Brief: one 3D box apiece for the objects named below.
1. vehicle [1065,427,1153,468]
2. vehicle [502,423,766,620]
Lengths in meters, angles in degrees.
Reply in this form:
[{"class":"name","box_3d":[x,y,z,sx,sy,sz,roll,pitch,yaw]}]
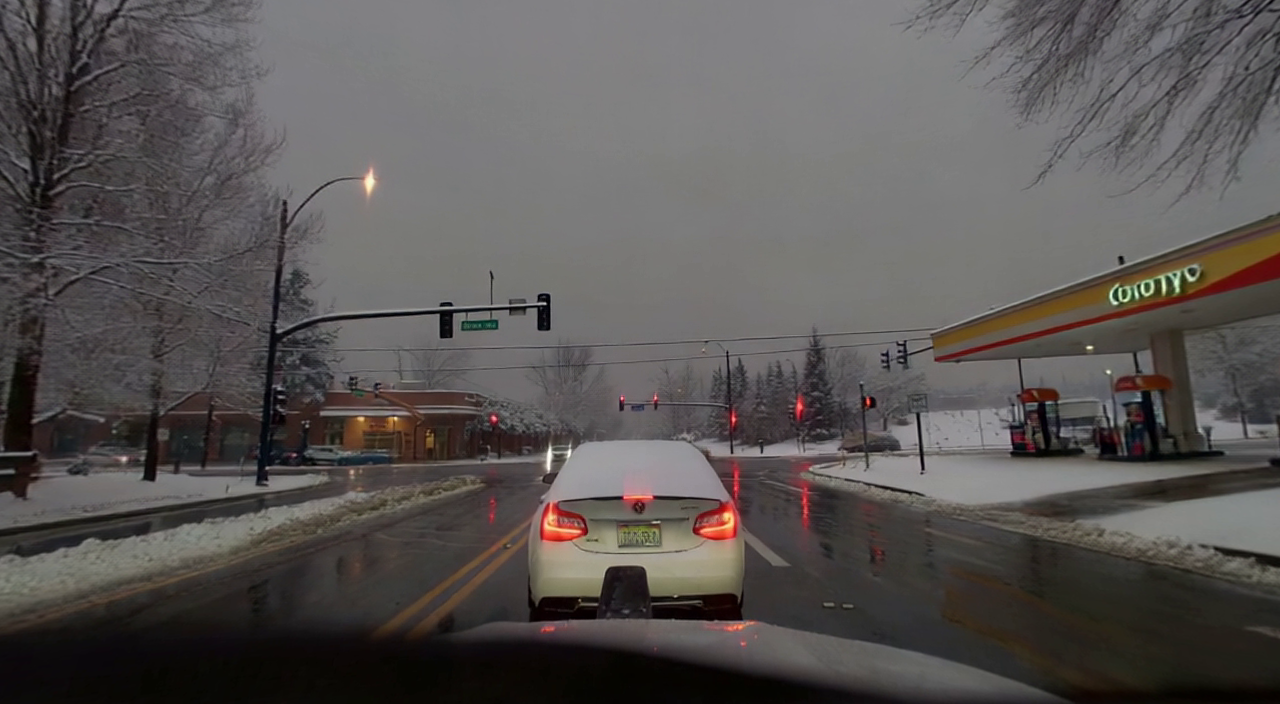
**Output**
[{"class":"vehicle","box_3d":[18.587,3.759,24.904,4.091,1.495,2.053,8,-12,-44]},{"class":"vehicle","box_3d":[-0.049,1.597,6.906,2.010,1.482,4.057,0,-8,0]}]
